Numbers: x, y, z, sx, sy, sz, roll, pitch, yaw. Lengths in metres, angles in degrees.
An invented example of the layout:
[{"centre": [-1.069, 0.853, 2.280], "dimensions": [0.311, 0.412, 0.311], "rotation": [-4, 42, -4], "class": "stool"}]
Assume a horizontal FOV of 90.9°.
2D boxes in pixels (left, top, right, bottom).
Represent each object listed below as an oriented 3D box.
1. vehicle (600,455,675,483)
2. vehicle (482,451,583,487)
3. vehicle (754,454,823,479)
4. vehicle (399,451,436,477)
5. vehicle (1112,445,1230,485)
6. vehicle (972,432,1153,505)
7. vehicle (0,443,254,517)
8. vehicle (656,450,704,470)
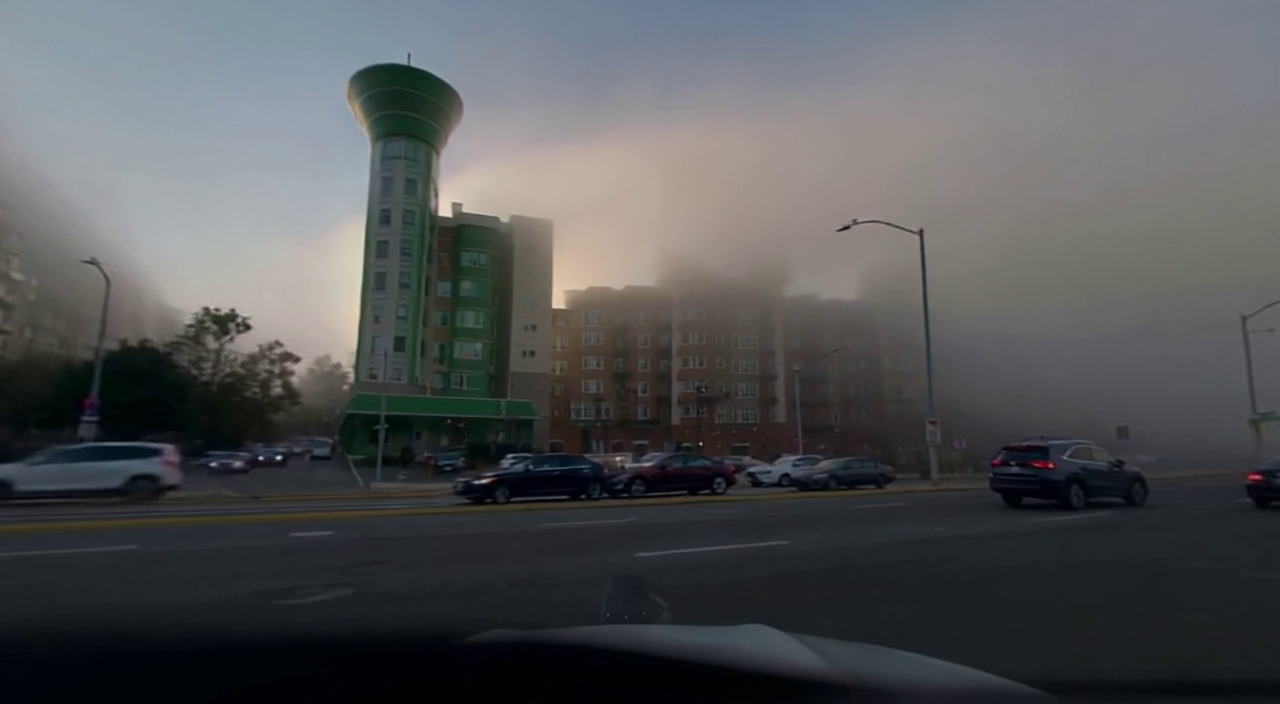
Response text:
[{"centre": [-0.140, 7.084, 38.375], "dimensions": [4.215, 1.575, 1.884], "rotation": [5, -10, -30], "class": "vehicle"}, {"centre": [-5.972, 6.452, 35.062], "dimensions": [5.127, 1.803, 2.011], "rotation": [4, -9, -27], "class": "vehicle"}, {"centre": [10.486, 8.025, 44.453], "dimensions": [4.604, 1.600, 1.875], "rotation": [5, -10, -29], "class": "vehicle"}, {"centre": [-14.554, 7.263, 41.119], "dimensions": [1.845, 1.509, 3.855], "rotation": [4, -9, -25], "class": "vehicle"}, {"centre": [21.831, 4.581, 25.885], "dimensions": [4.795, 1.465, 1.882], "rotation": [4, -9, -27], "class": "vehicle"}, {"centre": [11.139, 2.985, 16.614], "dimensions": [4.284, 1.692, 2.031], "rotation": [4, -9, -27], "class": "vehicle"}, {"centre": [-11.640, 2.760, 14.045], "dimensions": [4.921, 1.453, 1.894], "rotation": [4, -9, -26], "class": "vehicle"}, {"centre": [3.072, 8.437, 49.487], "dimensions": [2.133, 1.494, 4.108], "rotation": [4, -9, -24], "class": "vehicle"}]
